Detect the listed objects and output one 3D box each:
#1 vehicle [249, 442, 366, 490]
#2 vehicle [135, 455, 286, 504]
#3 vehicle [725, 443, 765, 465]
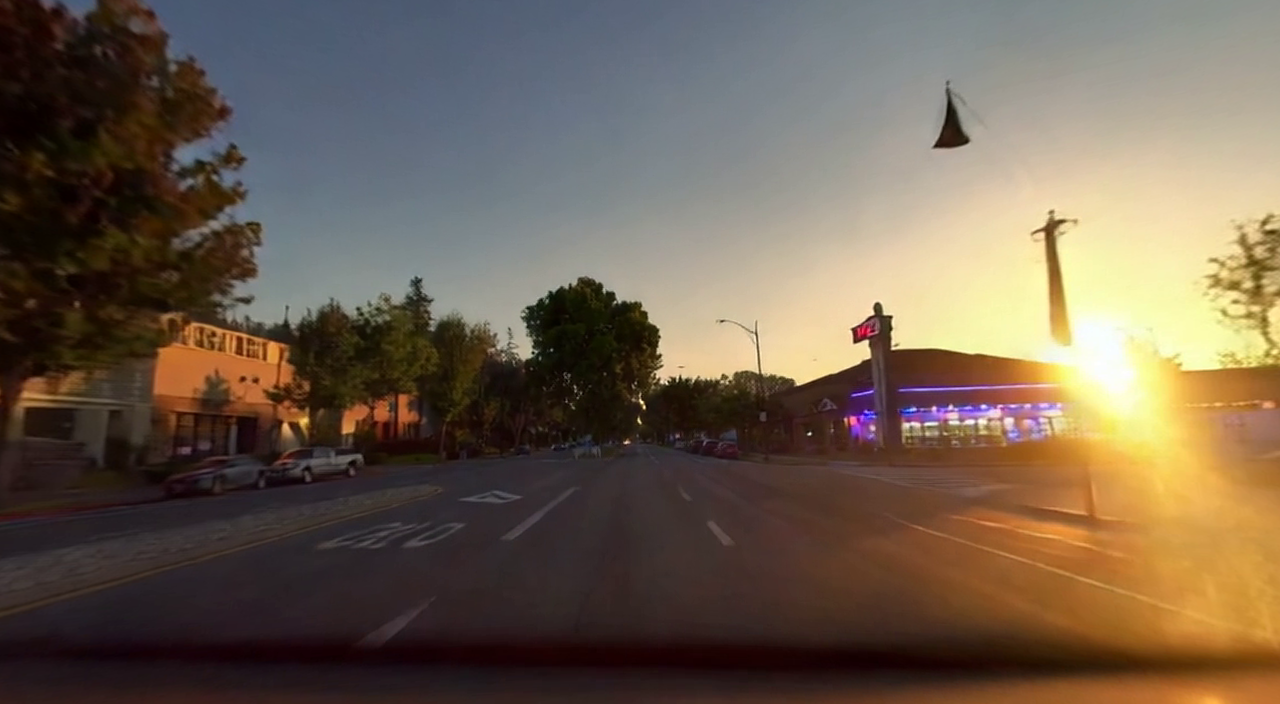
[{"bbox_3d":[-14.788,5.061,28.638,2.164,1.933,5.804,0,-8,0],"label":"vehicle"},{"bbox_3d":[-14.904,4.415,22.323,2.106,1.479,4.541,0,-8,1],"label":"vehicle"},{"bbox_3d":[7.281,7.090,44.121,2.057,1.478,4.356,0,-8,0],"label":"vehicle"}]
